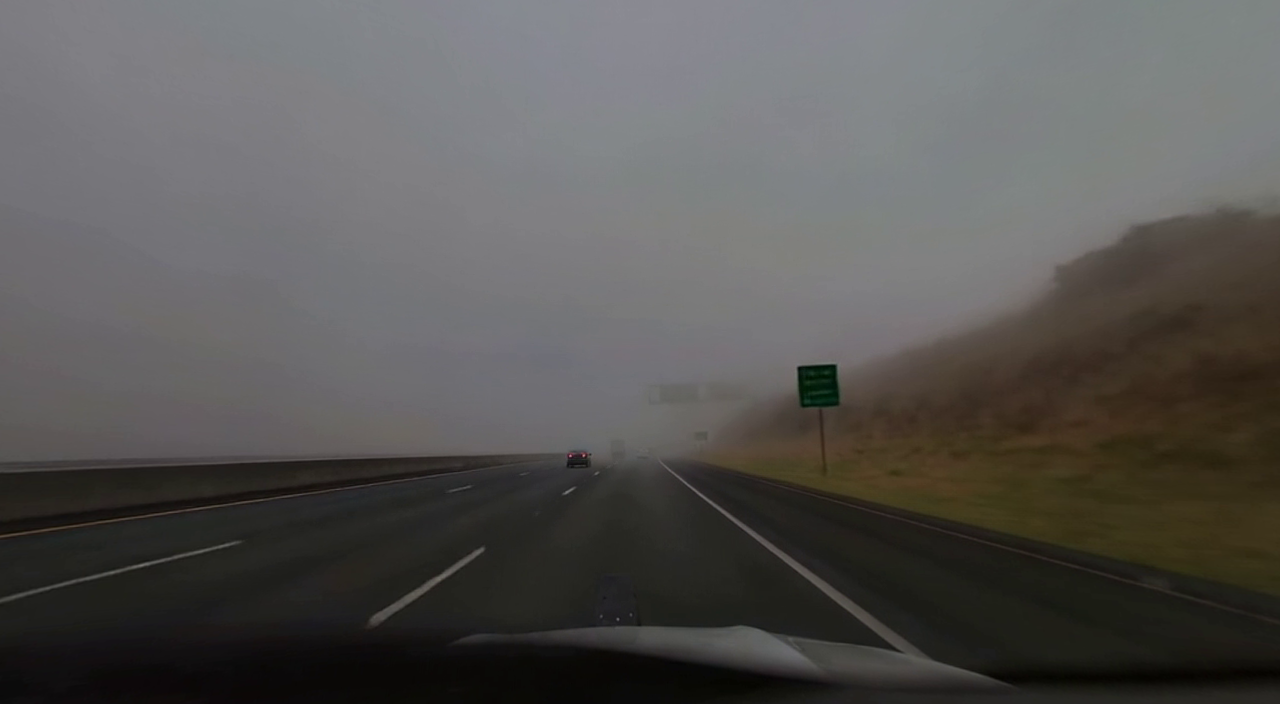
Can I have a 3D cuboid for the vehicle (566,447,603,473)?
[{"bbox_3d":[-3.300,6.509,37.917,1.895,1.482,3.852,0,-9,1],"label":"vehicle"}]
